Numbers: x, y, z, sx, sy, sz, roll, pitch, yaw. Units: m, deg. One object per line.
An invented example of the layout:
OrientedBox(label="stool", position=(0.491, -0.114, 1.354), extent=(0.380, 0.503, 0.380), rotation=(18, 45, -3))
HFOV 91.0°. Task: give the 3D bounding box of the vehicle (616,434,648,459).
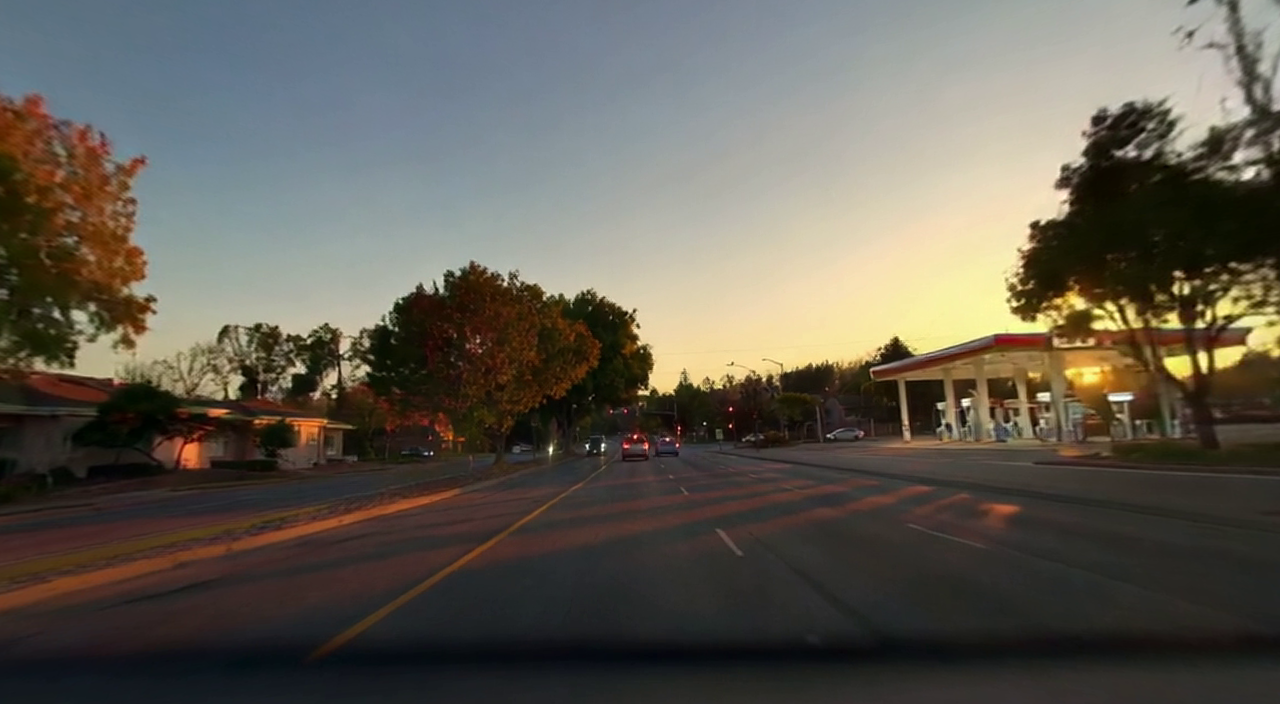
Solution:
OrientedBox(label="vehicle", position=(-0.561, 6.770, 45.060), extent=(2.146, 1.742, 4.095), rotation=(0, -9, -1))
